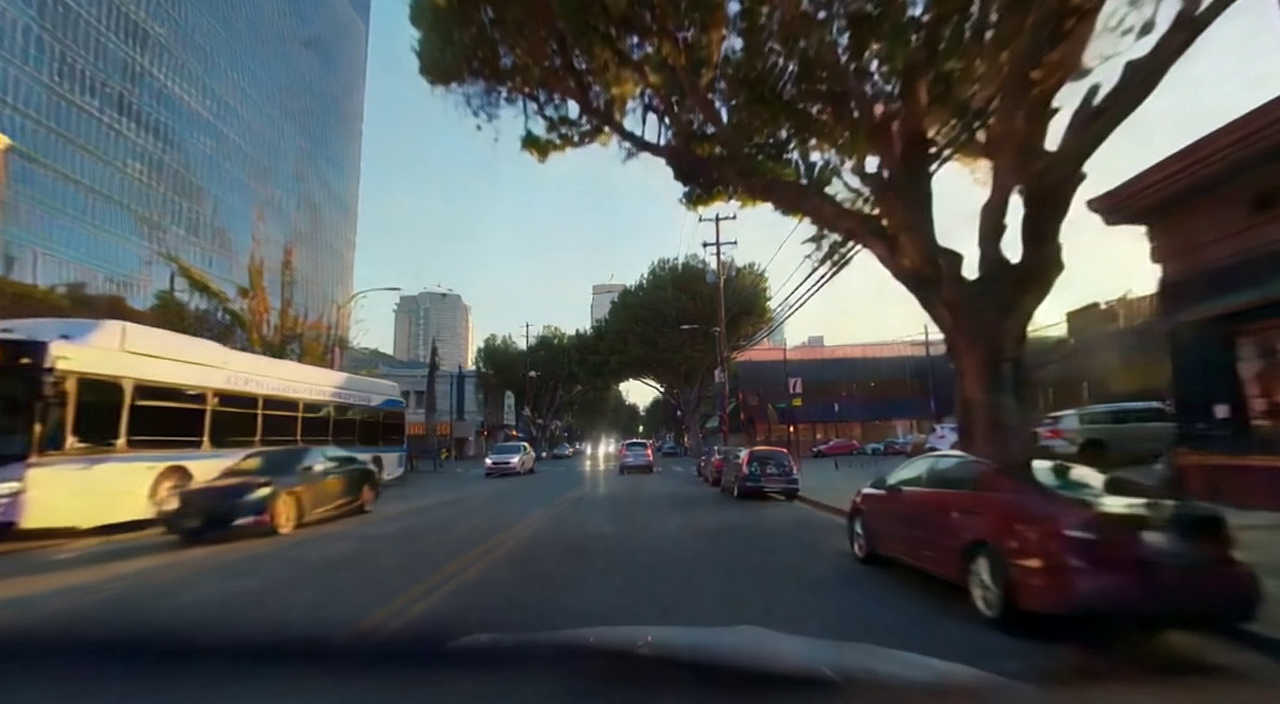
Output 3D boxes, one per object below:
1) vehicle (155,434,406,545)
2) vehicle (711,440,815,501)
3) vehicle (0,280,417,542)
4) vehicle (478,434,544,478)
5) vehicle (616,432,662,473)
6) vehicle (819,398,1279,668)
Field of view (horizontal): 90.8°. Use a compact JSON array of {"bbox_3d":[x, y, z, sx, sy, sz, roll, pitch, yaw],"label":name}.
[{"bbox_3d":[-5.963,2.287,11.238,1.954,1.581,4.197,0,-8,0],"label":"vehicle"},{"bbox_3d":[3.288,3.258,17.846,2.018,1.474,4.524,0,-8,0],"label":"vehicle"},{"bbox_3d":[-9.432,1.798,15.298,3.022,3.627,13.129,-1,-9,1],"label":"vehicle"},{"bbox_3d":[-5.592,4.563,27.893,2.050,1.763,4.119,0,-8,0],"label":"vehicle"},{"bbox_3d":[0.001,4.970,31.528,2.127,1.893,4.194,0,-8,1],"label":"vehicle"},{"bbox_3d":[3.240,1.394,5.952,1.878,1.621,4.135,0,-8,0],"label":"vehicle"}]
